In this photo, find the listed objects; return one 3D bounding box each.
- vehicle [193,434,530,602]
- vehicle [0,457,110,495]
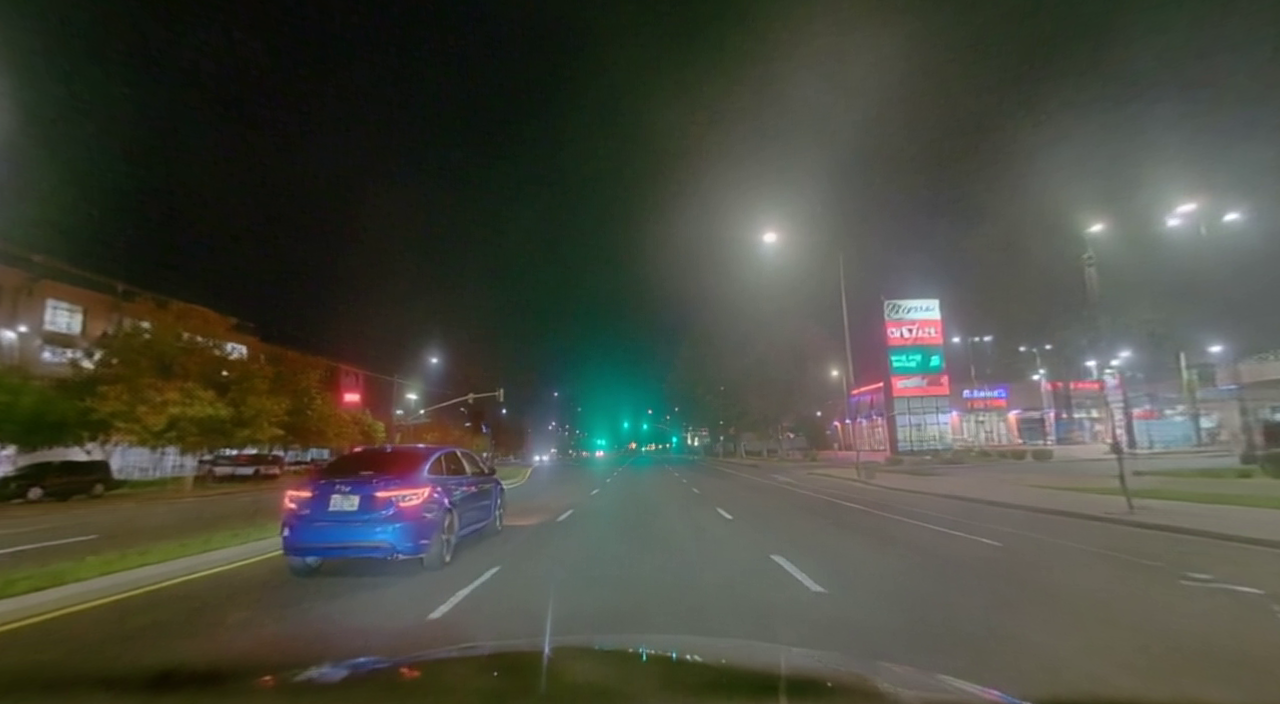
[{"bbox_3d":[-2.871,1.810,7.941,2.082,1.460,4.636,0,-8,1],"label":"vehicle"},{"bbox_3d":[-31.171,6.417,32.823,5.009,1.772,2.506,5,-10,-30],"label":"vehicle"}]
